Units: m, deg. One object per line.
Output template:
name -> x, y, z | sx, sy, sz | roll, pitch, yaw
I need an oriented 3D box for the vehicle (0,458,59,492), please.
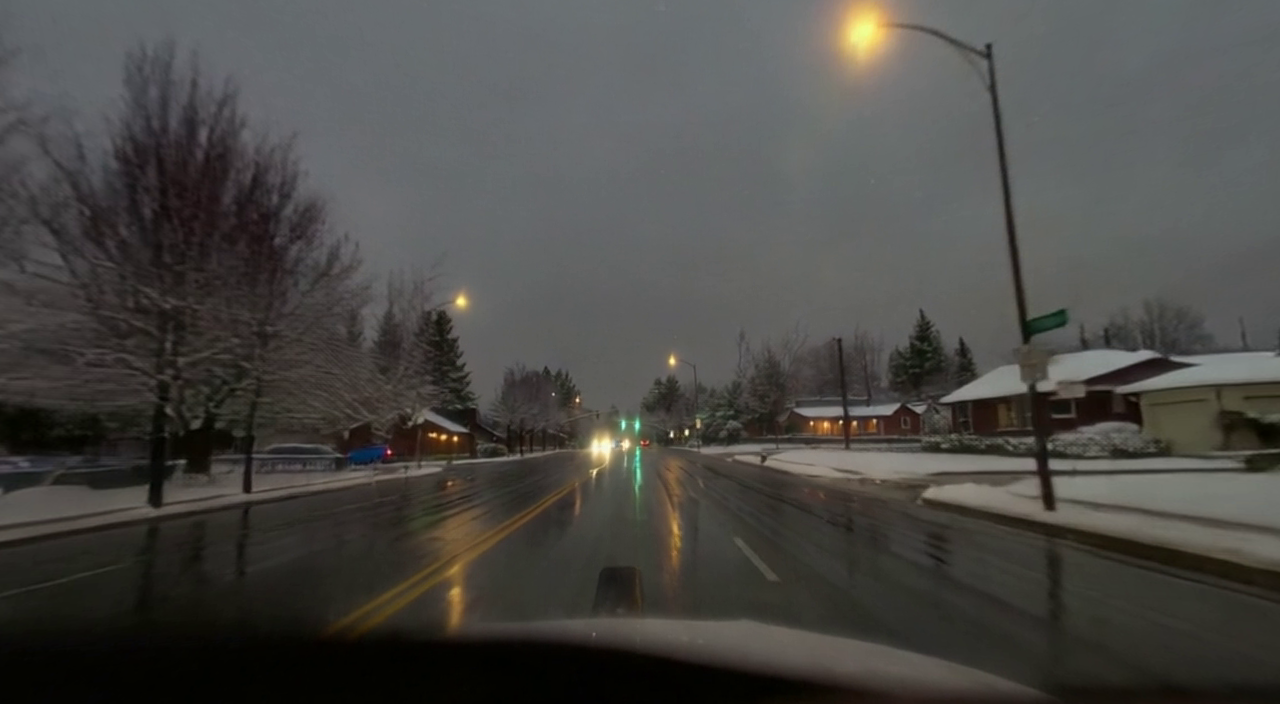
vehicle -> -28.002, 5.477, 28.276 | 3.738, 1.379, 1.627 | -5, -10, 28

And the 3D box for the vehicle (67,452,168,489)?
vehicle -> -23.649, 5.302, 28.554 | 4.791, 1.421, 1.985 | -4, -9, 32
